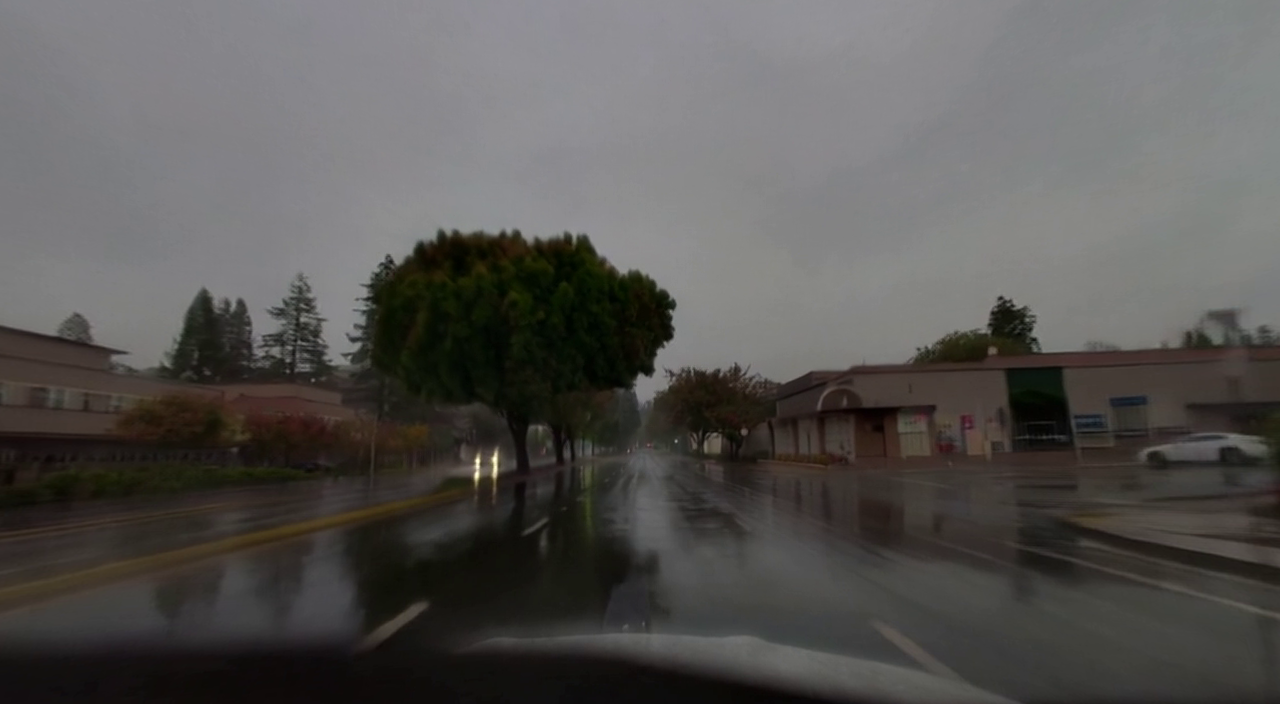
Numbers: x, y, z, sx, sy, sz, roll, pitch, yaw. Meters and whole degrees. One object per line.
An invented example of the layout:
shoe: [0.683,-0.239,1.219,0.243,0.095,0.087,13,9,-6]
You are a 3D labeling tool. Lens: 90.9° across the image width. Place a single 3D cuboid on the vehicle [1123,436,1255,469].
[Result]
vehicle: [24.383,4.472,28.082,4.253,1.418,1.776,0,-9,-2]
